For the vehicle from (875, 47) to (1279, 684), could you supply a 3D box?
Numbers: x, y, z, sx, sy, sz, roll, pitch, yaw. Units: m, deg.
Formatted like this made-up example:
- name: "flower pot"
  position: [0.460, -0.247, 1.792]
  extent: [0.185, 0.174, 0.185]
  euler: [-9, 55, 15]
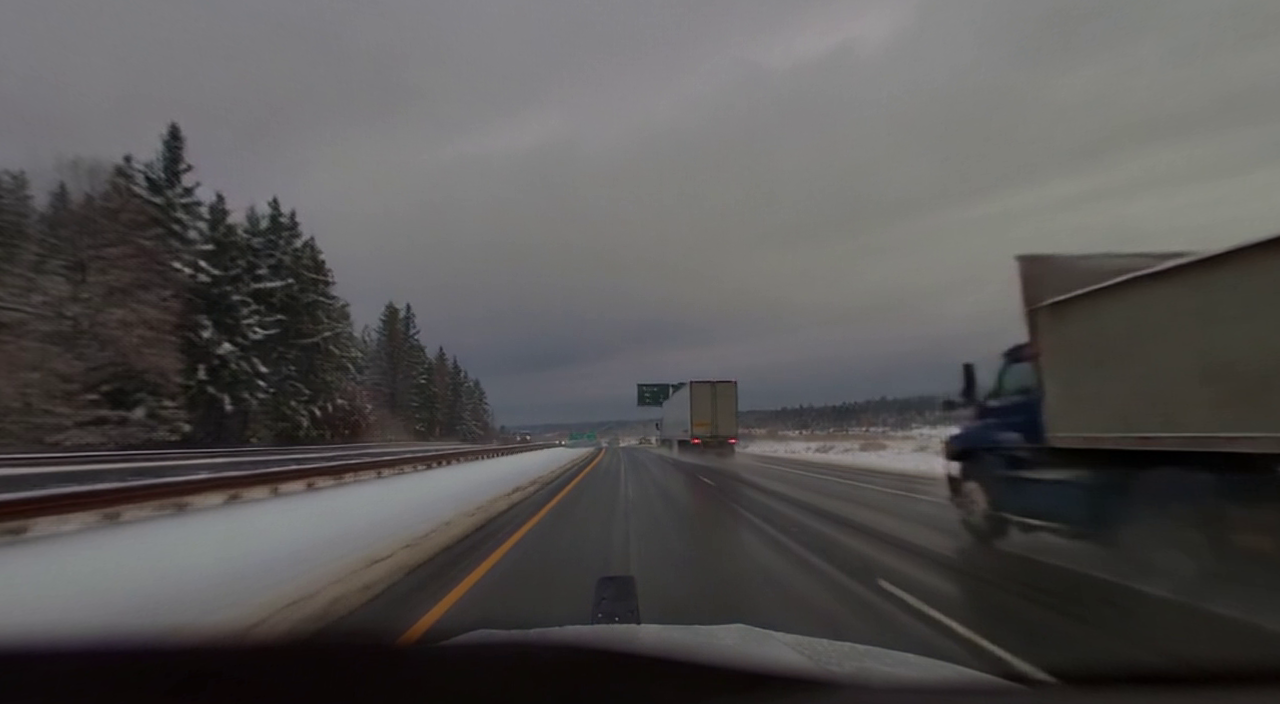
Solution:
- name: "vehicle"
  position: [4.867, 0.262, 4.777]
  extent: [2.938, 3.358, 8.114]
  euler: [0, -8, 0]

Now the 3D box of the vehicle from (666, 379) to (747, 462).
- name: "vehicle"
  position: [3.496, 4.169, 36.931]
  extent: [2.974, 4.003, 12.849]
  euler: [1, -8, -2]
